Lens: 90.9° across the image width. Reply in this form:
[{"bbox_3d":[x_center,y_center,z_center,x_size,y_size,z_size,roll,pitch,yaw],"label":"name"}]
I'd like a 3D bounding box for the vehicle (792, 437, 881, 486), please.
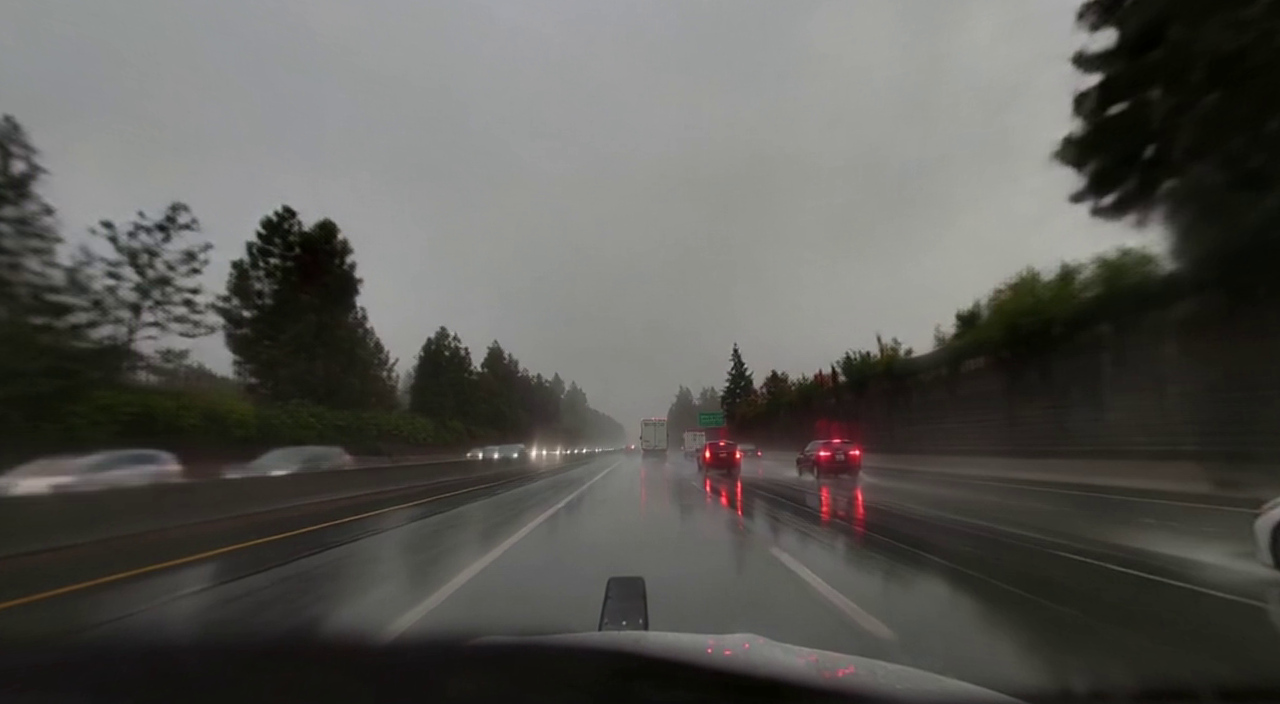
[{"bbox_3d":[7.370,4.128,24.139,1.976,1.703,4.288,0,-8,-1],"label":"vehicle"}]

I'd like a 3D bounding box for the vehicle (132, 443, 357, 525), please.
[{"bbox_3d":[-8.422,2.802,14.104,1.958,1.503,4.671,0,-9,1],"label":"vehicle"}]

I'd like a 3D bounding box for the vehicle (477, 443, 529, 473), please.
[{"bbox_3d":[-7.816,6.068,36.379,1.942,1.600,4.288,0,-8,1],"label":"vehicle"}]

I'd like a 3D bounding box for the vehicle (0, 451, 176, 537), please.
[{"bbox_3d":[-12.197,2.814,13.141,1.878,1.459,4.194,0,-9,-1],"label":"vehicle"}]

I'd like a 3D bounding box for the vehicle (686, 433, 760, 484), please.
[{"bbox_3d":[3.227,4.253,25.501,2.209,1.862,4.717,0,-8,-2],"label":"vehicle"}]
